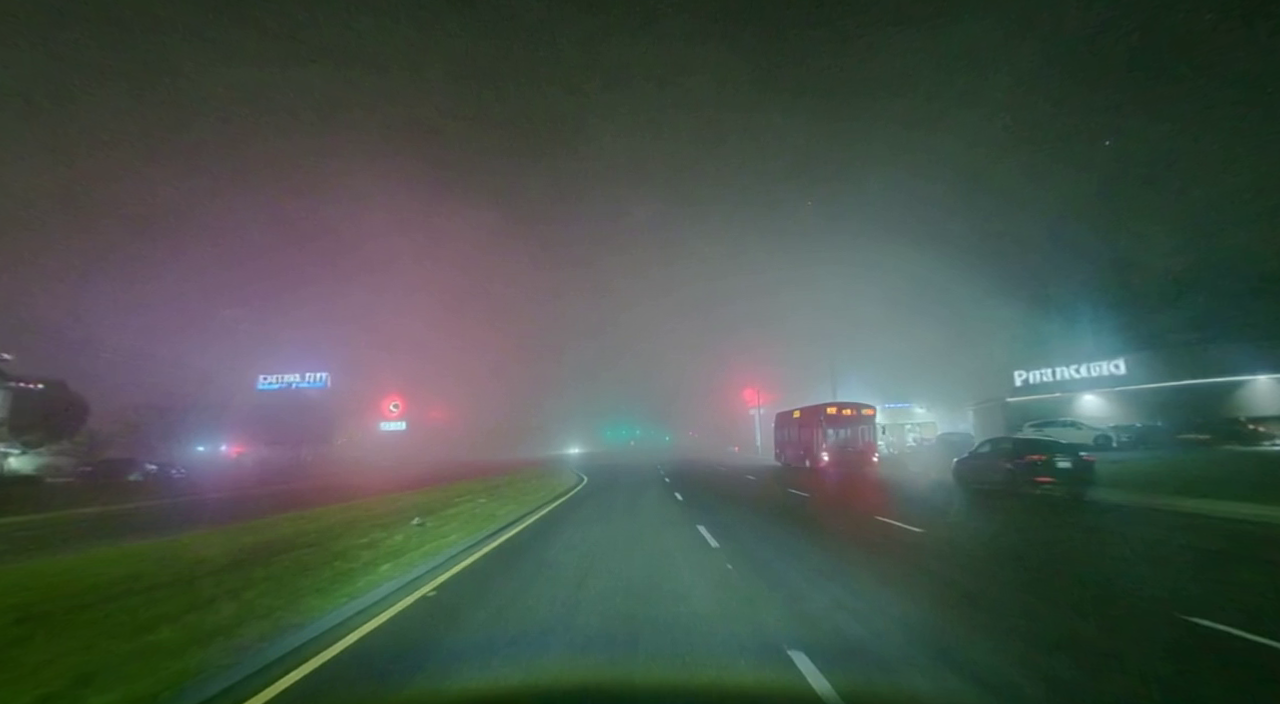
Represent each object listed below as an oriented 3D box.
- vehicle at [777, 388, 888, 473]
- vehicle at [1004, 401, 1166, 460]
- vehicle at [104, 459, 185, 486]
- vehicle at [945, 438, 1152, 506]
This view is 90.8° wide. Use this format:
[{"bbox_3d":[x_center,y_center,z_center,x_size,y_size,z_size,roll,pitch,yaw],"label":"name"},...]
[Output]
[{"bbox_3d":[9.775,4.215,33.387,3.017,3.888,8.508,0,-8,-1],"label":"vehicle"},{"bbox_3d":[20.385,3.700,29.369,5.637,2.480,2.521,-4,-9,26],"label":"vehicle"},{"bbox_3d":[-33.602,8.157,42.995,1.863,1.646,4.565,0,-8,-1],"label":"vehicle"},{"bbox_3d":[10.054,2.966,16.168,2.009,1.451,4.832,0,-8,-1],"label":"vehicle"}]
